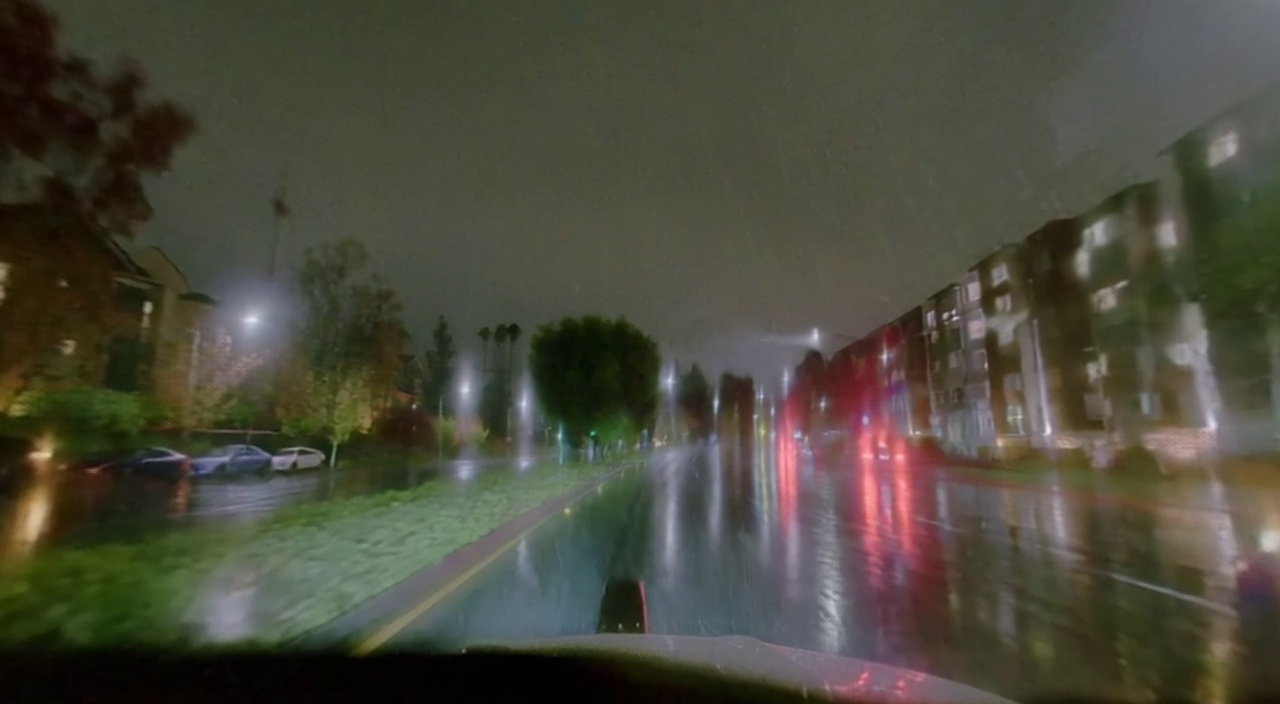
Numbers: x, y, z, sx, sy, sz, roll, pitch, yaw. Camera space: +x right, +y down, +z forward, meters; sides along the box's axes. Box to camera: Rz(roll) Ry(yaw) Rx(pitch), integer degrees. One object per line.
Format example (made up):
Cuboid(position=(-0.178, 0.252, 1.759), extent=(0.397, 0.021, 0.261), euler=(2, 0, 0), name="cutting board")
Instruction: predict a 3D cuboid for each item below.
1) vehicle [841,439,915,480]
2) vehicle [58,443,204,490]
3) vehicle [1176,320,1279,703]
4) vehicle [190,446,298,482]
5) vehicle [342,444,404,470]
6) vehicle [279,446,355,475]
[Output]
Cuboid(position=(11.311, 5.125, 30.391), extent=(2.037, 1.655, 4.760), euler=(3, -8, 4), name="vehicle")
Cuboid(position=(-18.736, 4.219, 23.549), extent=(1.802, 1.487, 4.359), euler=(-2, -9, 0), name="vehicle")
Cuboid(position=(3.800, 0.491, 0.748), extent=(2.215, 1.812, 4.569), euler=(0, -9, -1), name="vehicle")
Cuboid(position=(-18.342, 5.191, 29.553), extent=(1.823, 1.455, 4.680), euler=(-3, -9, 3), name="vehicle")
Cuboid(position=(-17.441, 6.960, 41.583), extent=(1.908, 1.500, 4.470), euler=(-3, -11, 4), name="vehicle")
Cuboid(position=(-18.059, 6.100, 35.583), extent=(1.829, 1.452, 4.562), euler=(-2, -9, 1), name="vehicle")
